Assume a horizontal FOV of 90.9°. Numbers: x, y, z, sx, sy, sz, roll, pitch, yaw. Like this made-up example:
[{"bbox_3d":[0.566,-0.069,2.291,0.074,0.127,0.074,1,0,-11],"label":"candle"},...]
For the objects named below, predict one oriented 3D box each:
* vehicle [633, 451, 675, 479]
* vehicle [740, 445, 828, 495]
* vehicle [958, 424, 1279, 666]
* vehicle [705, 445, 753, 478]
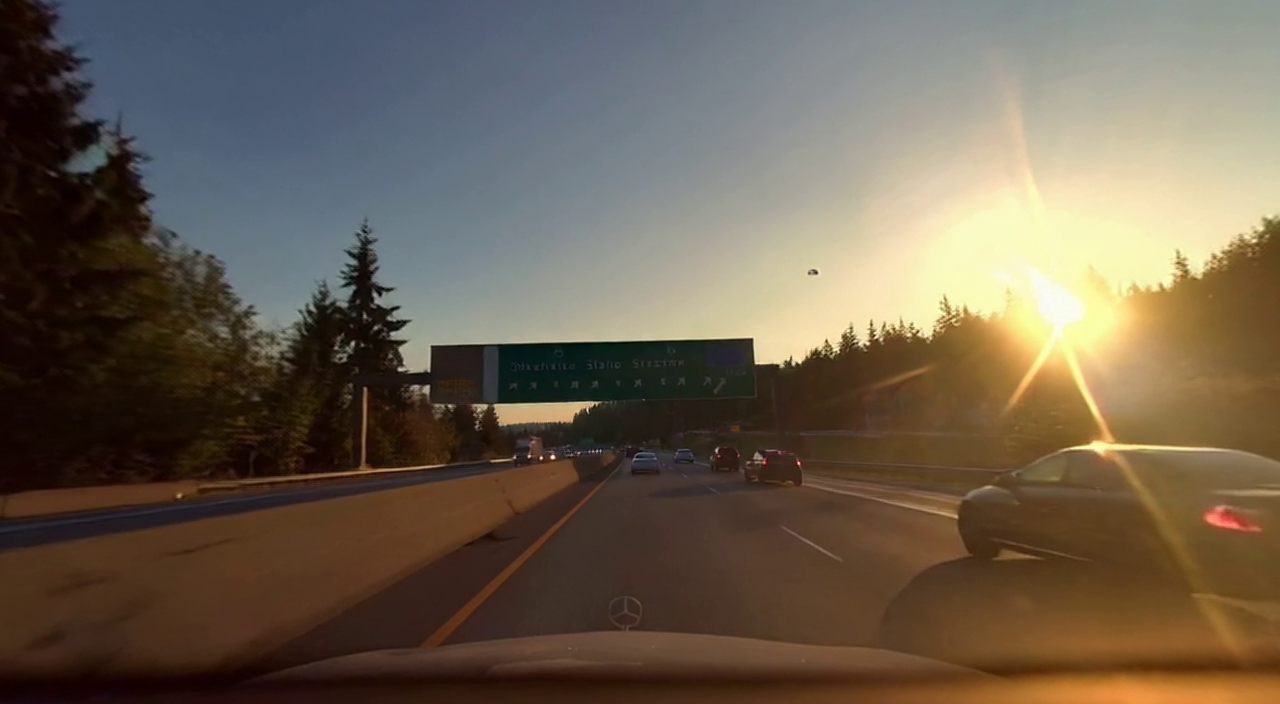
[{"bbox_3d":[0.676,5.730,32.133,2.012,1.320,3.777,0,-9,0],"label":"vehicle"},{"bbox_3d":[4.701,3.904,21.153,1.952,1.495,3.740,0,-9,-1],"label":"vehicle"},{"bbox_3d":[4.819,1.402,5.291,1.827,1.462,4.697,0,-9,0],"label":"vehicle"},{"bbox_3d":[4.748,5.893,34.246,1.969,1.639,4.472,0,-9,0],"label":"vehicle"}]
